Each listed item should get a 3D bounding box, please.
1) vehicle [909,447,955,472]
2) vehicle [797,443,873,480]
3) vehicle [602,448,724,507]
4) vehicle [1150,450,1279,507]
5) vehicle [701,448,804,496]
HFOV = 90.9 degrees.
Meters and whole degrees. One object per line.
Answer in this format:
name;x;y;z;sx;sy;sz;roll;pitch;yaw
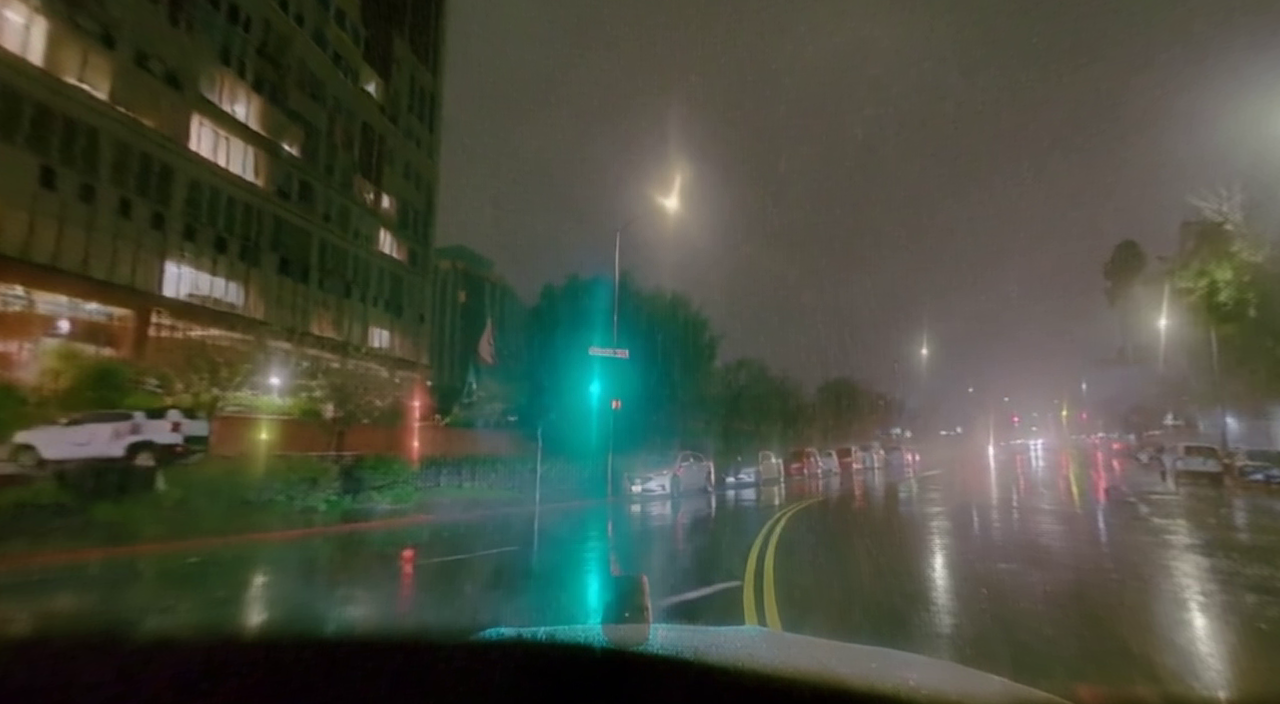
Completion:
vehicle;18.315;6.680;39.431;1.852;1.465;4.092;-6;-10;33
vehicle;10.637;5.850;34.058;2.171;1.816;5.274;-6;-10;36
vehicle;0.868;3.931;20.264;1.922;1.628;4.291;-6;-10;34
vehicle;17.856;3.856;19.807;2.148;1.488;4.508;-5;-9;31
vehicle;4.555;4.638;24.900;2.179;1.658;4.765;-6;-10;34
